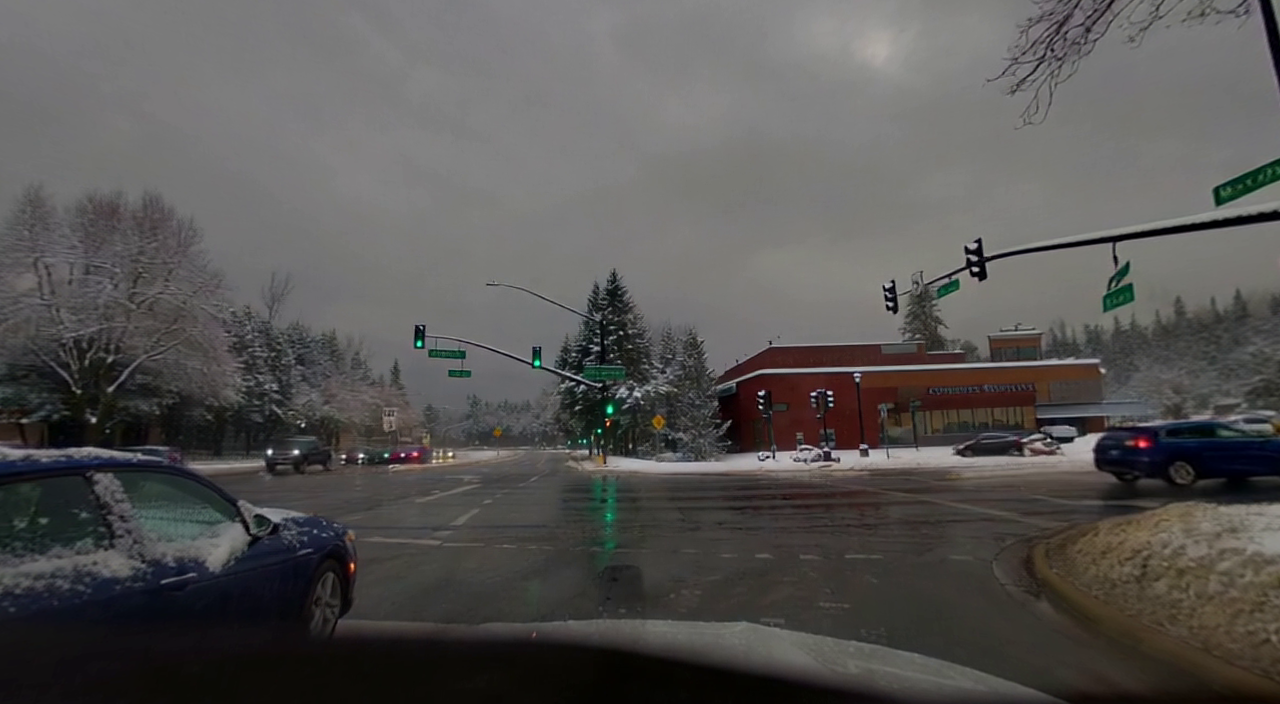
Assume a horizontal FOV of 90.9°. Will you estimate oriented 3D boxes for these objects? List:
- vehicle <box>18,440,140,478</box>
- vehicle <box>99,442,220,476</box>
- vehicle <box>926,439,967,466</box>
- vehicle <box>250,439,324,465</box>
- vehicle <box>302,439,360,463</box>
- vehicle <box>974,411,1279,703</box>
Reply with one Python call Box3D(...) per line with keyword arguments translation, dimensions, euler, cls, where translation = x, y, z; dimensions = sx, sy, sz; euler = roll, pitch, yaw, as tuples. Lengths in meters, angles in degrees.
Box3D(translation=(-26.772, 5.090, 30.315), dimensions=(1.886, 1.694, 4.420), euler=(0, -8, -2), cls="vehicle")
Box3D(translation=(-22.735, 5.059, 30.130), dimensions=(2.206, 1.447, 4.697), euler=(0, -8, -2), cls="vehicle")
Box3D(translation=(18.134, 5.908, 37.169), dimensions=(1.930, 1.492, 4.703), euler=(-5, -9, 27), cls="vehicle")
Box3D(translation=(-27.438, 7.810, 49.360), dimensions=(2.233, 1.889, 6.305), euler=(0, -8, -1), cls="vehicle")
Box3D(translation=(-23.762, 7.619, 48.657), dimensions=(2.111, 1.742, 4.757), euler=(0, -8, -2), cls="vehicle")
Box3D(translation=(4.113, 1.070, 3.306), dimensions=(1.940, 1.487, 4.562), euler=(0, -8, -5), cls="vehicle")
